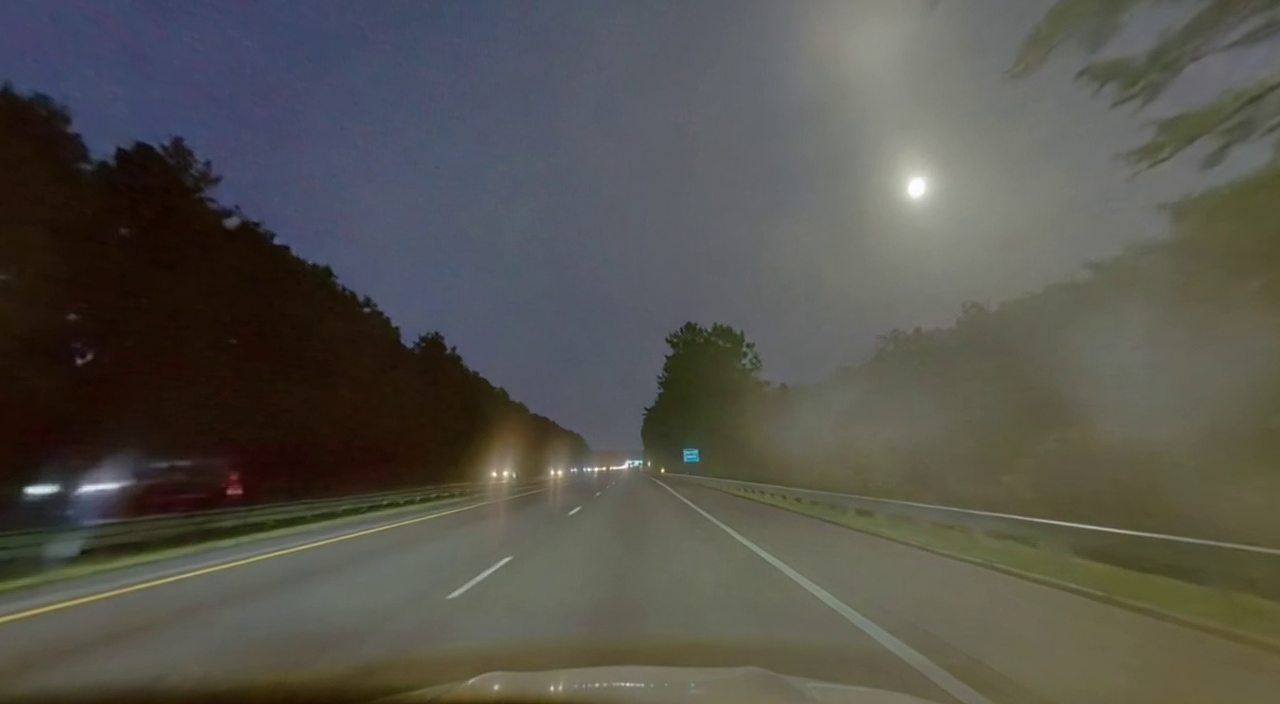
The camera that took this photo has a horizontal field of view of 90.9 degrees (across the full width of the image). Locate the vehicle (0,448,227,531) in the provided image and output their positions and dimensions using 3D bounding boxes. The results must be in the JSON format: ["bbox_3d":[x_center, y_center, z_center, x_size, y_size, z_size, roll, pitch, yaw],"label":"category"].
[{"bbox_3d":[-12.749,3.303,15.518,1.971,1.687,4.517,1,-10,0],"label":"vehicle"}]
